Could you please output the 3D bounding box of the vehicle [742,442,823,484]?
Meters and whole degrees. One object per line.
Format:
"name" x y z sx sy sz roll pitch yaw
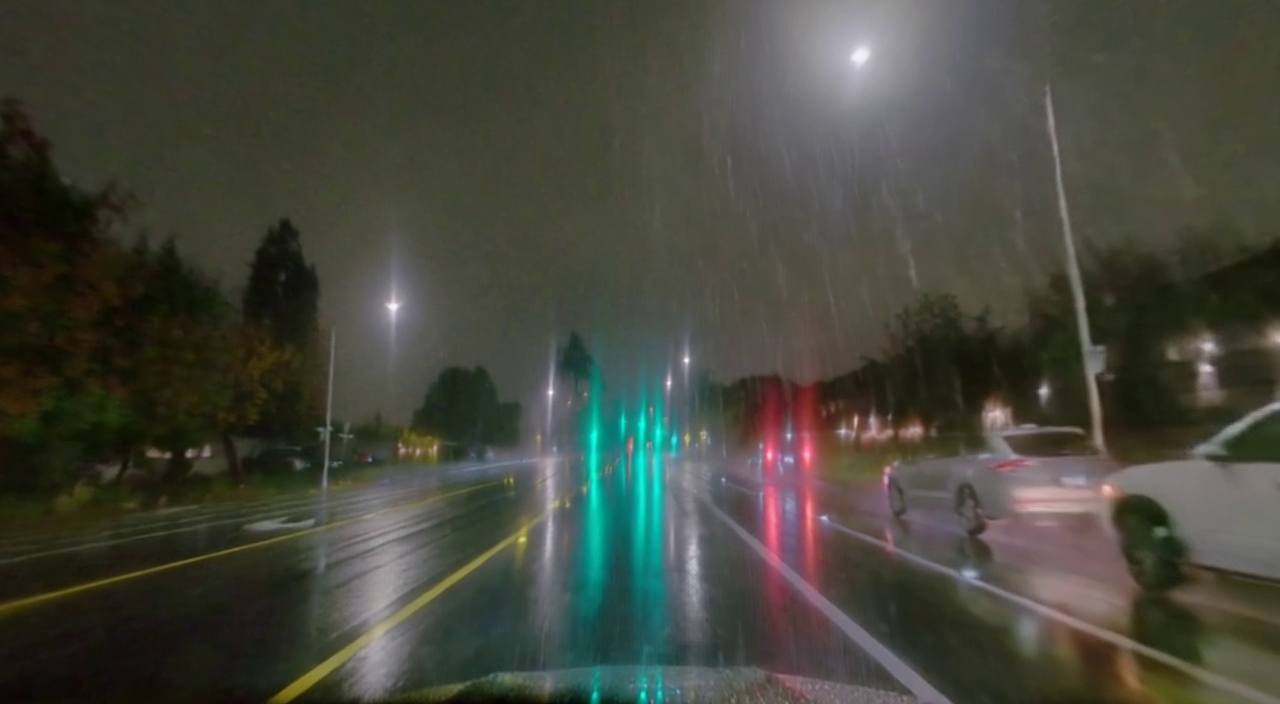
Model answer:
"vehicle" 5.376 4.230 24.358 1.935 1.453 4.488 0 -9 -2

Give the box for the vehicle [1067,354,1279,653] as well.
"vehicle" 4.977 0.848 3.345 2.160 1.800 4.646 0 -9 1

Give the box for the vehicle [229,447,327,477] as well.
"vehicle" -21.800 6.624 38.106 4.610 1.721 2.019 0 -9 -2

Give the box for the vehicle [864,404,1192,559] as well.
"vehicle" 5.236 1.812 9.499 2.047 1.752 4.538 0 -9 1
